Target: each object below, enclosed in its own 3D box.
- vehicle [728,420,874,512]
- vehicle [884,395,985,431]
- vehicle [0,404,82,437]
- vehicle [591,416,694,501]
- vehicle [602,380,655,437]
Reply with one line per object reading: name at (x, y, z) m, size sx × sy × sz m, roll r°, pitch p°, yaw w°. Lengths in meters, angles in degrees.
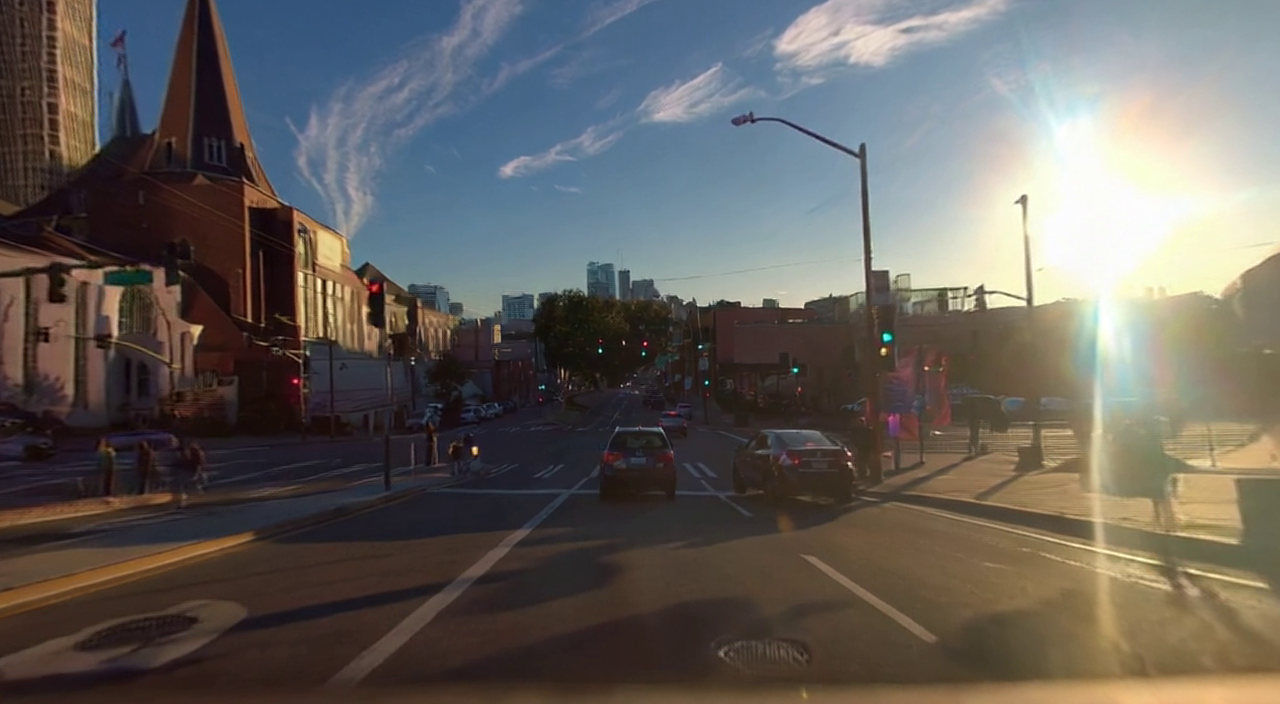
vehicle at (3.493, 2.566, 14.757) m, size 2.080 × 1.735 × 4.650 m, roll 2°, pitch -8°, yaw -1°
vehicle at (16.317, 3.347, 35.130) m, size 4.512 × 1.734 × 2.143 m, roll -2°, pitch -4°, yaw -4°
vehicle at (-45.489, 5.118, 47.747) m, size 2.194 × 2.092 × 5.083 m, roll 0°, pitch -2°, yaw -3°
vehicle at (0.029, 2.548, 15.504) m, size 2.168 × 1.776 × 4.135 m, roll 0°, pitch -8°, yaw -1°
vehicle at (-0.854, 3.416, 39.237) m, size 2.930 × 3.209 × 8.154 m, roll 0°, pitch -4°, yaw -3°
